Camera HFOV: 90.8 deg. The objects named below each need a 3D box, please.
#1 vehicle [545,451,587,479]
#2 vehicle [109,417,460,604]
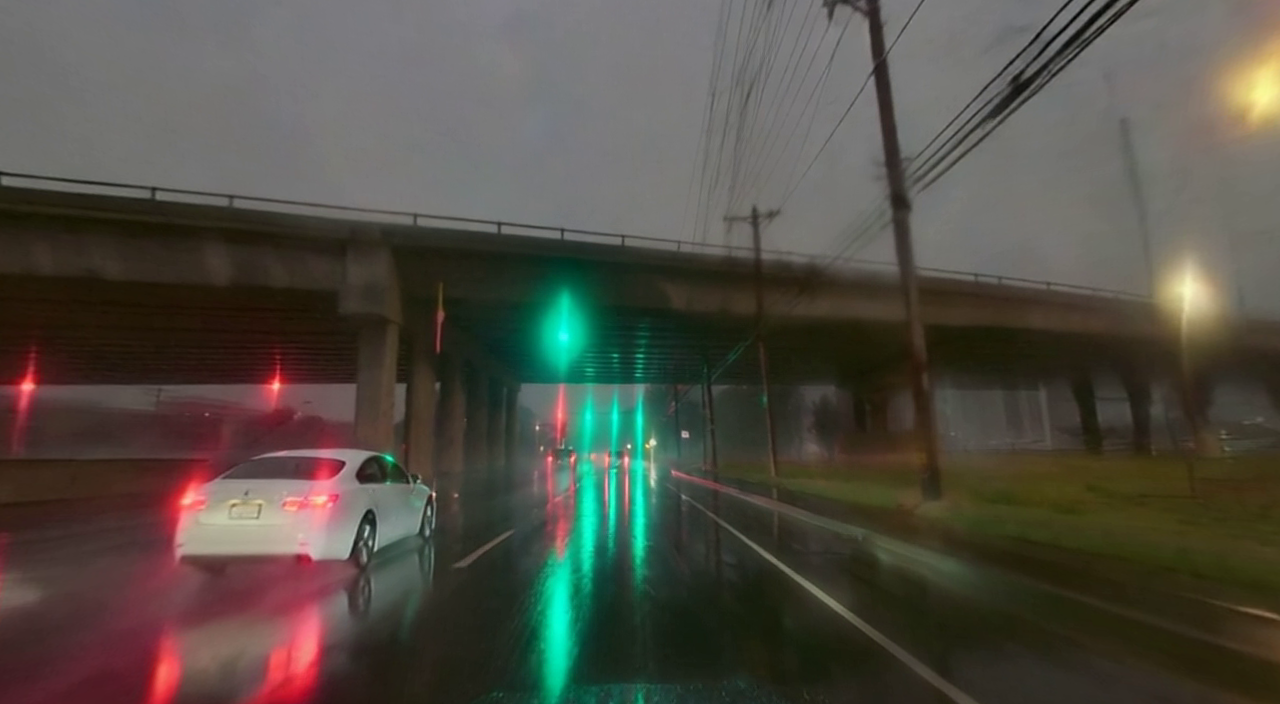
[{"bbox_3d":[-4.172,6.374,36.014,1.946,1.437,4.154,0,-8,-1],"label":"vehicle"},{"bbox_3d":[-3.829,1.748,7.913,1.925,1.666,4.271,0,-8,-1],"label":"vehicle"}]
